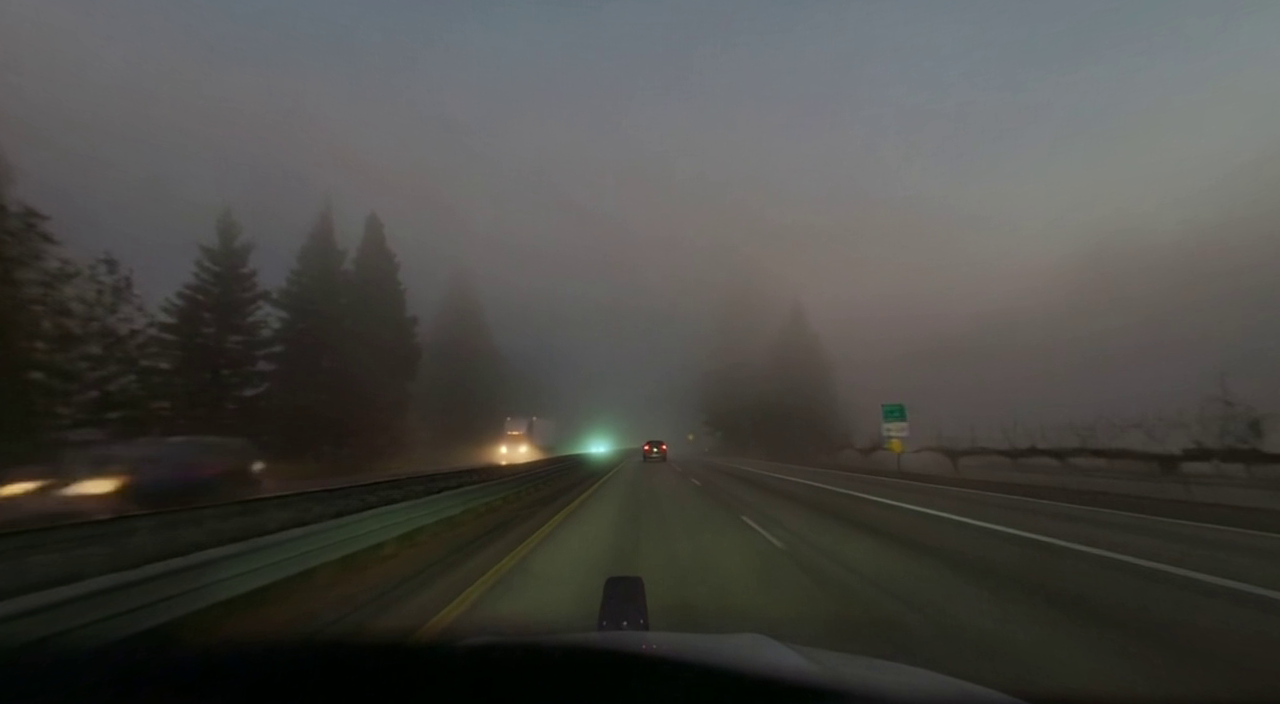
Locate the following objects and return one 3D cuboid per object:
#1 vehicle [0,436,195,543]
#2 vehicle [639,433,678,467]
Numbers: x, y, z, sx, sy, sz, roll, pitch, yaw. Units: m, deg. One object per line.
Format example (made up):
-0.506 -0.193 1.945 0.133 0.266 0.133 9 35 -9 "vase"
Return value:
-10.127 2.238 10.852 1.850 1.523 4.054 0 -8 1 "vehicle"
1.164 6.097 39.261 2.301 1.944 4.554 0 -8 2 "vehicle"
